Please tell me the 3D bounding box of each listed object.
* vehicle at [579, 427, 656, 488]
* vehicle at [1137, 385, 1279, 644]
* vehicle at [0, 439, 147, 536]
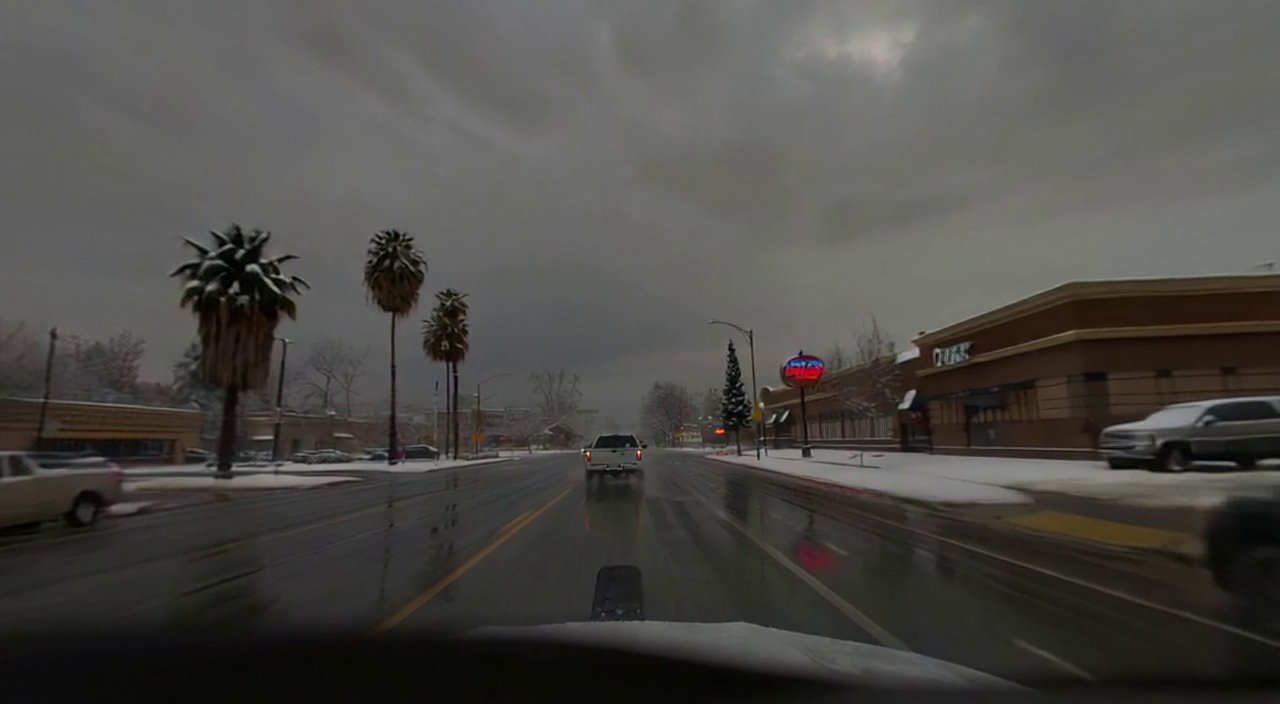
[{"bbox_3d":[-0.675,3.390,20.451,2.239,1.763,4.096,0,-8,-1],"label":"vehicle"},{"bbox_3d":[5.766,1.036,3.457,2.186,1.861,4.678,1,-8,-1],"label":"vehicle"},{"bbox_3d":[-13.489,2.855,13.312,2.296,1.847,4.856,-3,-8,-2],"label":"vehicle"}]
